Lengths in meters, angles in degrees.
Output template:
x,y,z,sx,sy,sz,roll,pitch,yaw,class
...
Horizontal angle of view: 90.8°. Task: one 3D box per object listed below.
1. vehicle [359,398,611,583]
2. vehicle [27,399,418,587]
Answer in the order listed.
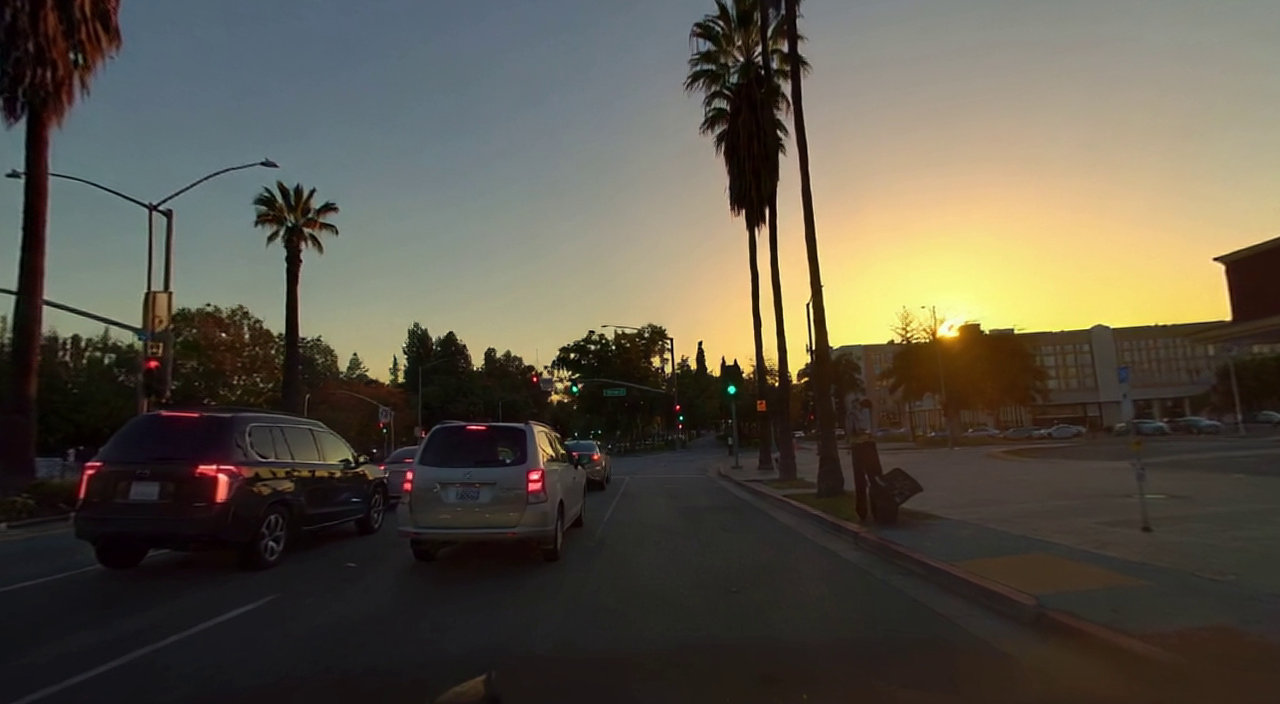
x,y,z,sx,sy,sz,roll,pitch,yaw,class
-1.584,1.662,8.299,2.153,1.759,4.320,0,-9,1,vehicle
-5.025,1.768,8.760,2.025,1.862,4.804,0,-9,1,vehicle
